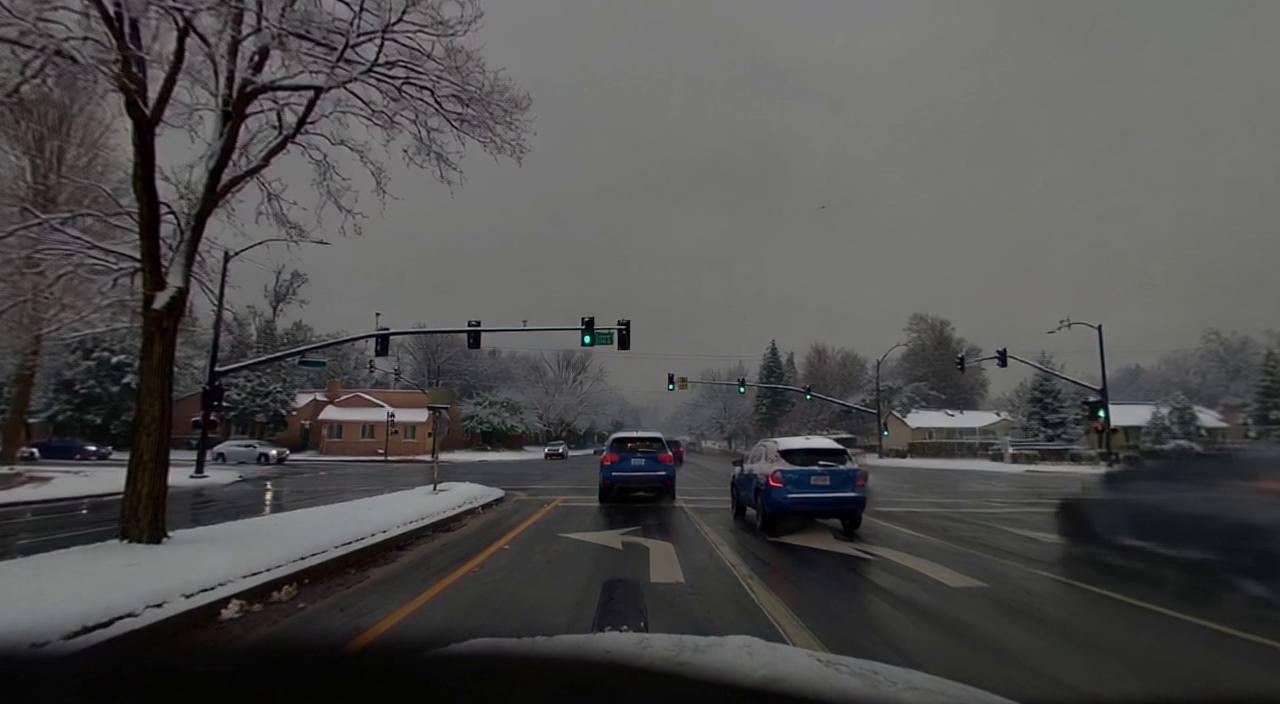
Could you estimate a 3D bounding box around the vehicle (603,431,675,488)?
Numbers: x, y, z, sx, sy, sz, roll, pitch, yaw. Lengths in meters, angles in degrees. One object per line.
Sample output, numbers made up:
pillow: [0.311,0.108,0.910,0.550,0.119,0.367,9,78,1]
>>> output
vehicle: [-0.134,3.512,20.906,2.099,1.705,4.020,0,-8,-4]

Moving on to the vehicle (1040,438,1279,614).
vehicle: [6.266,1.569,6.080,1.900,1.440,4.466,0,-8,1]

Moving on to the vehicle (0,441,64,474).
vehicle: [-35.031,5.767,34.710,4.465,1.693,1.959,2,-9,-1]

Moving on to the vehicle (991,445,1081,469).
vehicle: [29.728,7.887,47.404,5.366,1.653,2.044,1,-9,-1]

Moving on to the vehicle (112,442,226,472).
vehicle: [-26.342,5.880,35.409,4.724,1.630,1.968,0,-8,-3]

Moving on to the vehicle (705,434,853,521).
vehicle: [2.614,2.481,13.064,2.009,1.480,4.423,0,-8,-1]

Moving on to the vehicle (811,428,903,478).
vehicle: [9.448,4.454,27.979,2.207,1.990,5.173,0,-8,0]

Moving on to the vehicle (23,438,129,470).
vehicle: [-36.866,6.630,41.273,4.771,1.778,2.032,3,-8,-3]
